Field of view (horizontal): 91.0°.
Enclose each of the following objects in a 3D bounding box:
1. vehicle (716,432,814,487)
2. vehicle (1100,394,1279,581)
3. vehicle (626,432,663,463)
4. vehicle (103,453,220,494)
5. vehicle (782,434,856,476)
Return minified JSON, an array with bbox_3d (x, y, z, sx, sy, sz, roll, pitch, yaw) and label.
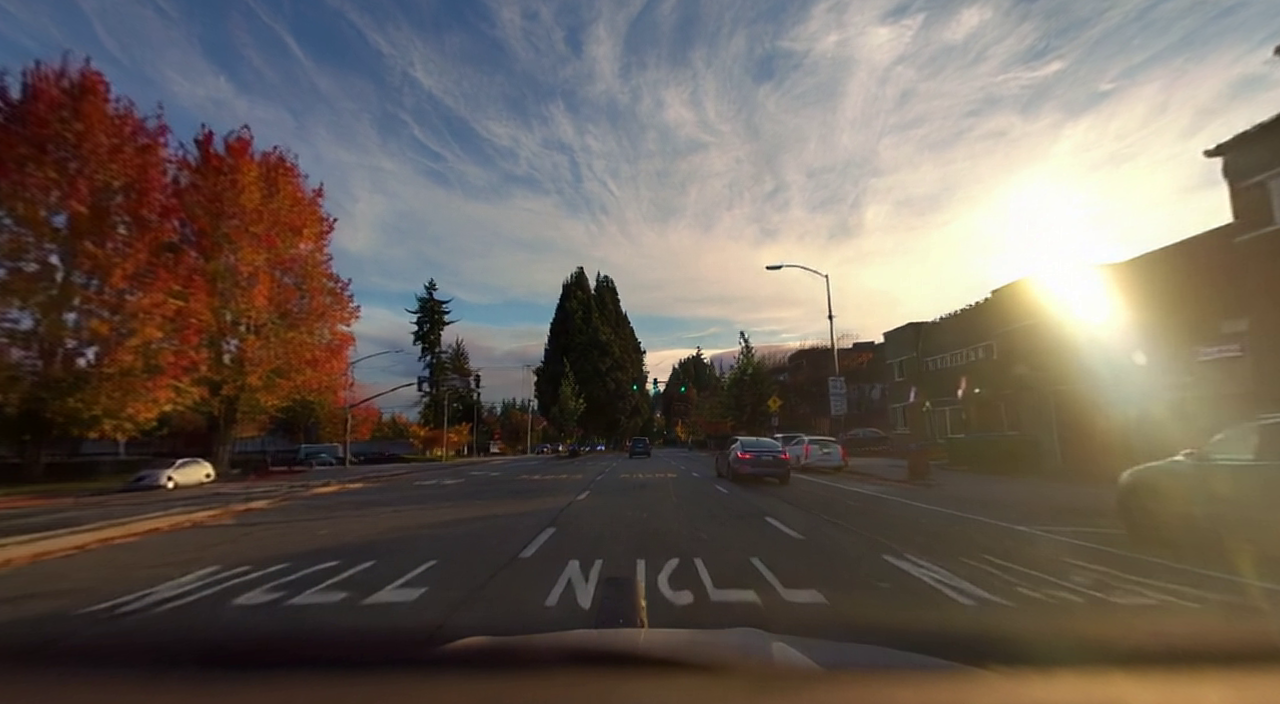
[{"bbox_3d":[3.795,3.361,19.990,2.178,1.546,4.311,0,-8,0],"label":"vehicle"},{"bbox_3d":[7.331,1.310,6.062,2.128,1.804,4.825,0,-8,0],"label":"vehicle"},{"bbox_3d":[0.273,6.165,40.715,2.239,1.856,4.815,0,-8,0],"label":"vehicle"},{"bbox_3d":[-22.307,5.643,29.621,1.915,1.686,4.422,0,-8,1],"label":"vehicle"},{"bbox_3d":[7.343,4.250,26.252,1.876,1.598,4.171,0,-8,1],"label":"vehicle"}]
